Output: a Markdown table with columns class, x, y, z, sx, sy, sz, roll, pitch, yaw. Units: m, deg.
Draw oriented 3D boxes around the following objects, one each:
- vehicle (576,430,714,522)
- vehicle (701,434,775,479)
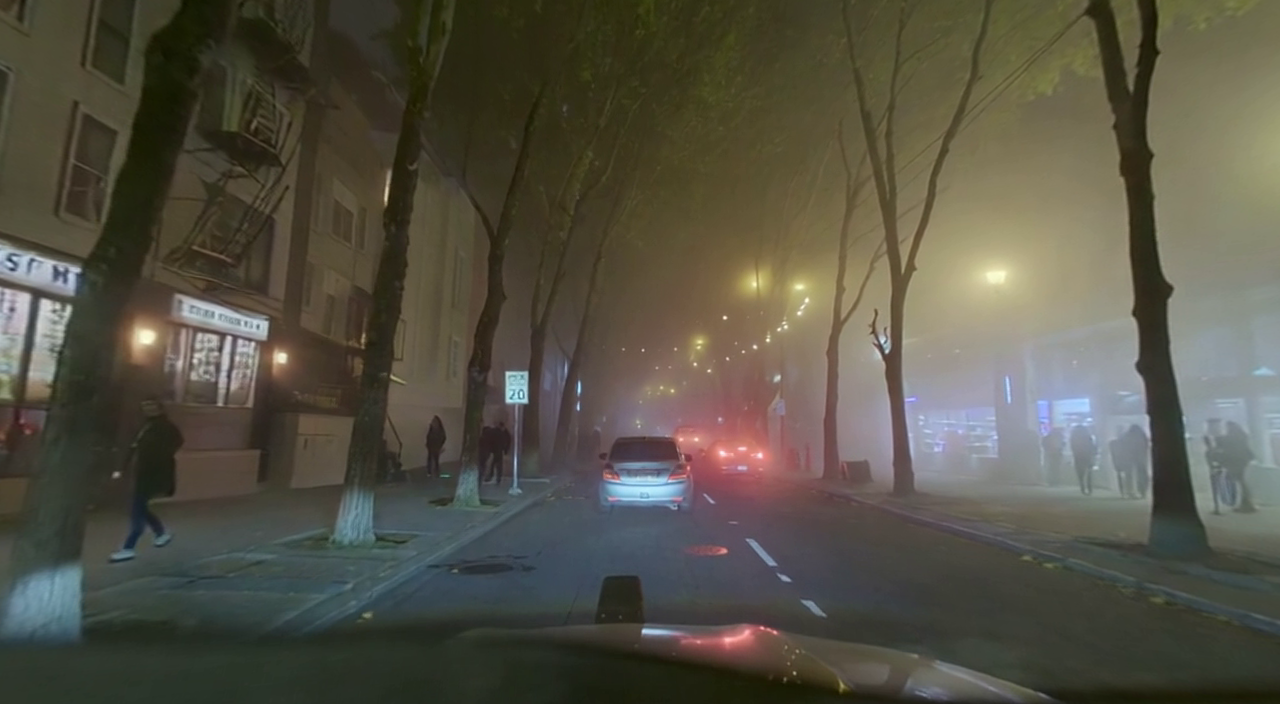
| class | x | y | z | sx | sy | sz | roll | pitch | yaw |
| --- | --- | --- | --- | --- | --- | --- | --- | --- | --- |
| vehicle | 0.063 | 2.341 | 12.476 | 2.261 | 1.474 | 4.130 | 0 | -8 | -1 |
| vehicle | 3.588 | 3.916 | 23.958 | 2.025 | 1.523 | 4.426 | 0 | -8 | -1 |
